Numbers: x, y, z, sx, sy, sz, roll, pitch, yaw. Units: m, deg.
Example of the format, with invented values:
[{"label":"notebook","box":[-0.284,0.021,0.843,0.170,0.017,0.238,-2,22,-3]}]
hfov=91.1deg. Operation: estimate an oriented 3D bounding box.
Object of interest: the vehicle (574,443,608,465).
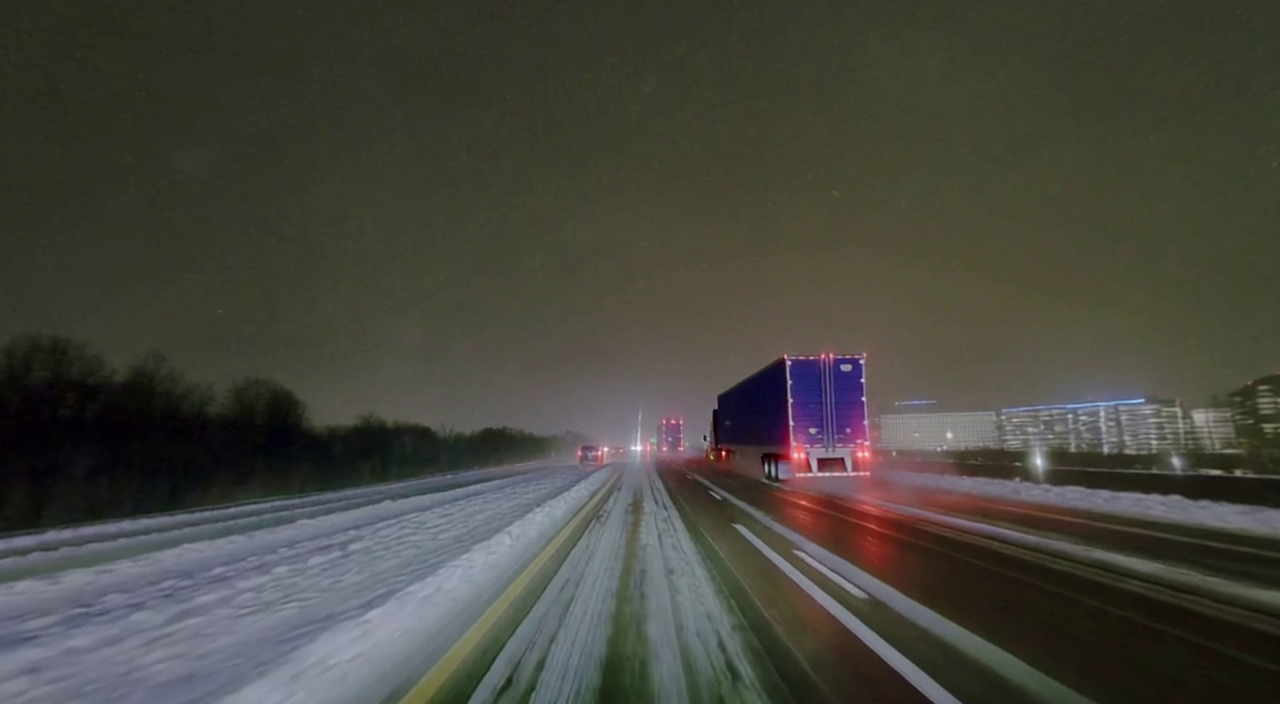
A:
[{"label":"vehicle","box":[-3.649,7.676,47.597,2.113,1.548,4.532,0,-8,2]}]
